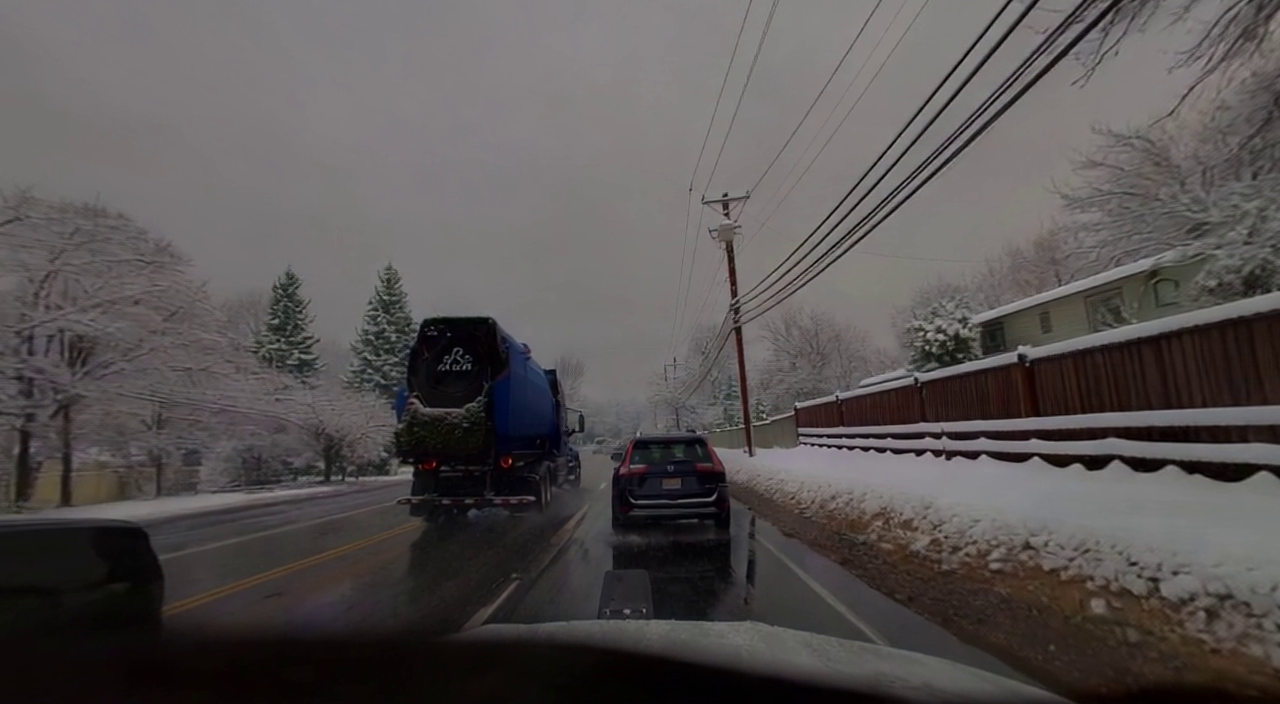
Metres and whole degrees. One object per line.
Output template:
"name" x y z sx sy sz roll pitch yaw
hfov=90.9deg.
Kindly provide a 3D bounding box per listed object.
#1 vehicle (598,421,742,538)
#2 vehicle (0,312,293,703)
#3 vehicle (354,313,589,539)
"vehicle" 0.446 2.239 11.658 2.174 1.749 4.113 0 -9 0
"vehicle" -3.084 0.696 1.303 2.093 1.832 4.508 0 -9 1
"vehicle" -3.057 1.836 14.729 2.928 3.658 8.980 0 -9 0
